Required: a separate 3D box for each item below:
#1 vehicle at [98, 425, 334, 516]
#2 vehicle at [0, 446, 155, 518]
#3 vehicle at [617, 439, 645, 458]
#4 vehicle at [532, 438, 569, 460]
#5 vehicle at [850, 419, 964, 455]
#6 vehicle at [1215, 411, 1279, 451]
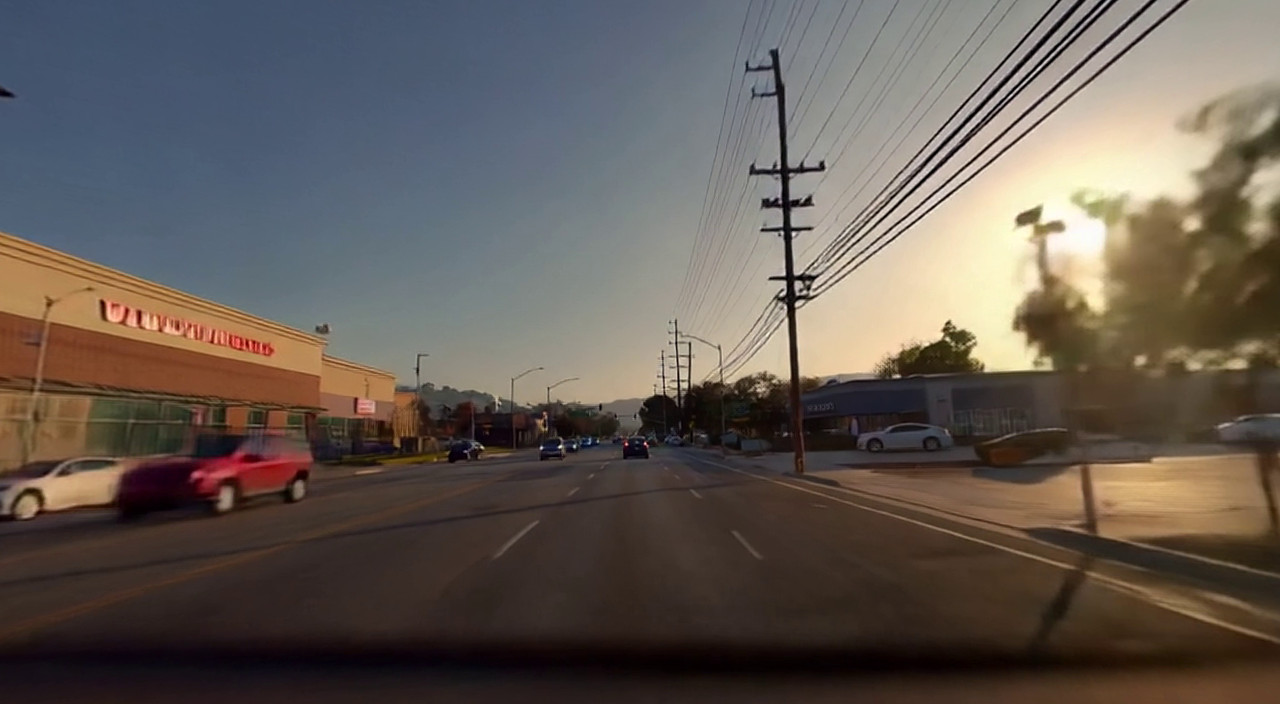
[{"bbox_3d":[-9.261,2.605,14.508,1.940,1.698,5.028,0,-8,0],"label":"vehicle"},{"bbox_3d":[-14.814,3.109,15.463,1.954,1.519,5.051,-1,-8,-1],"label":"vehicle"},{"bbox_3d":[-0.703,7.601,49.875,2.097,1.472,4.544,0,-8,-1],"label":"vehicle"},{"bbox_3d":[-6.568,7.200,46.922,1.987,1.515,4.789,0,-8,1],"label":"vehicle"},{"bbox_3d":[13.515,4.301,32.152,4.836,1.750,2.079,0,-7,-1],"label":"vehicle"},{"bbox_3d":[33.580,4.081,33.173,4.680,1.812,2.102,-3,-6,-2],"label":"vehicle"}]
